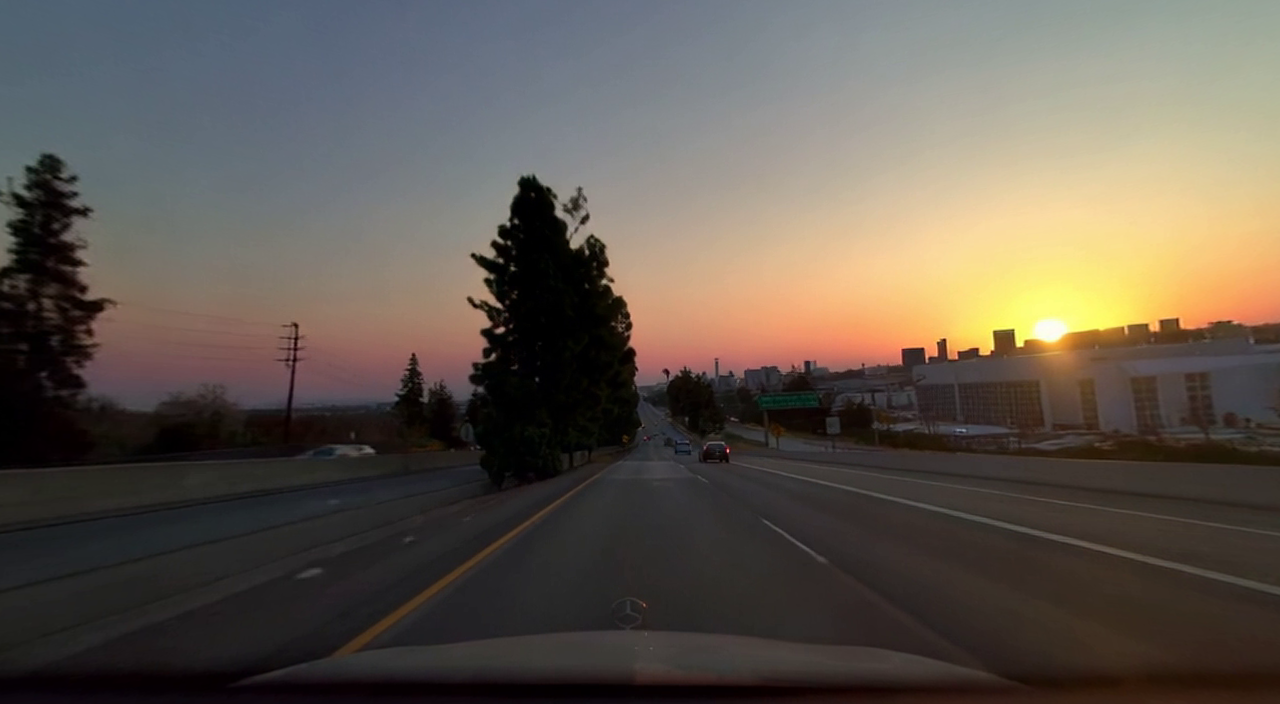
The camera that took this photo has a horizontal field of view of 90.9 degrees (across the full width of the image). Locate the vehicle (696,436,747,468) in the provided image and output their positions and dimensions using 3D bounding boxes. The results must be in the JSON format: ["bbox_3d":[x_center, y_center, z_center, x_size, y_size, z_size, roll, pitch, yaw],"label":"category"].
[{"bbox_3d":[4.101,5.107,32.356,2.062,1.518,4.026,0,-8,-1],"label":"vehicle"}]
